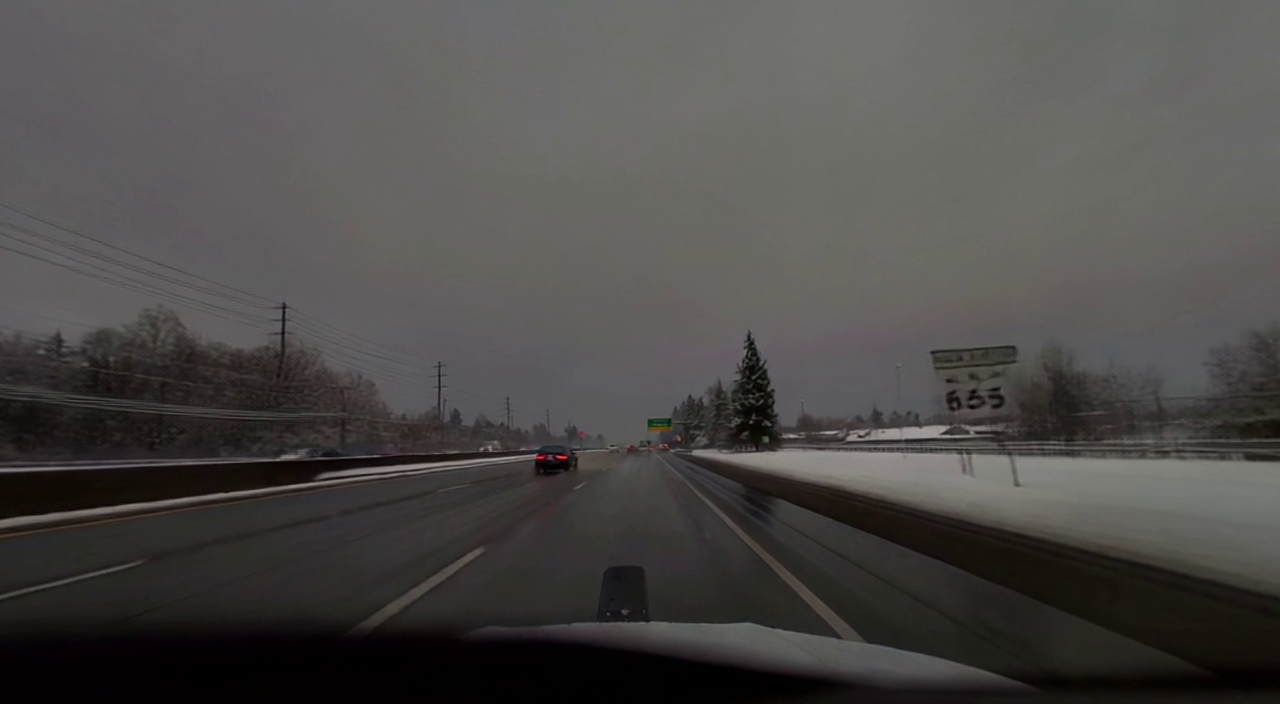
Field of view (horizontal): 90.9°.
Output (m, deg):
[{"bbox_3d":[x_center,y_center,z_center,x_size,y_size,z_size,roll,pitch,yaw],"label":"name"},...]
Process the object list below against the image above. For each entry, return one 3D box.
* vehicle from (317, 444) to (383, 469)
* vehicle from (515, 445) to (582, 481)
[{"bbox_3d":[-18.008,6.494,39.373,1.876,1.409,4.483,0,-9,1],"label":"vehicle"},{"bbox_3d":[-3.748,4.614,26.595,2.048,1.368,4.613,0,-9,1],"label":"vehicle"}]
